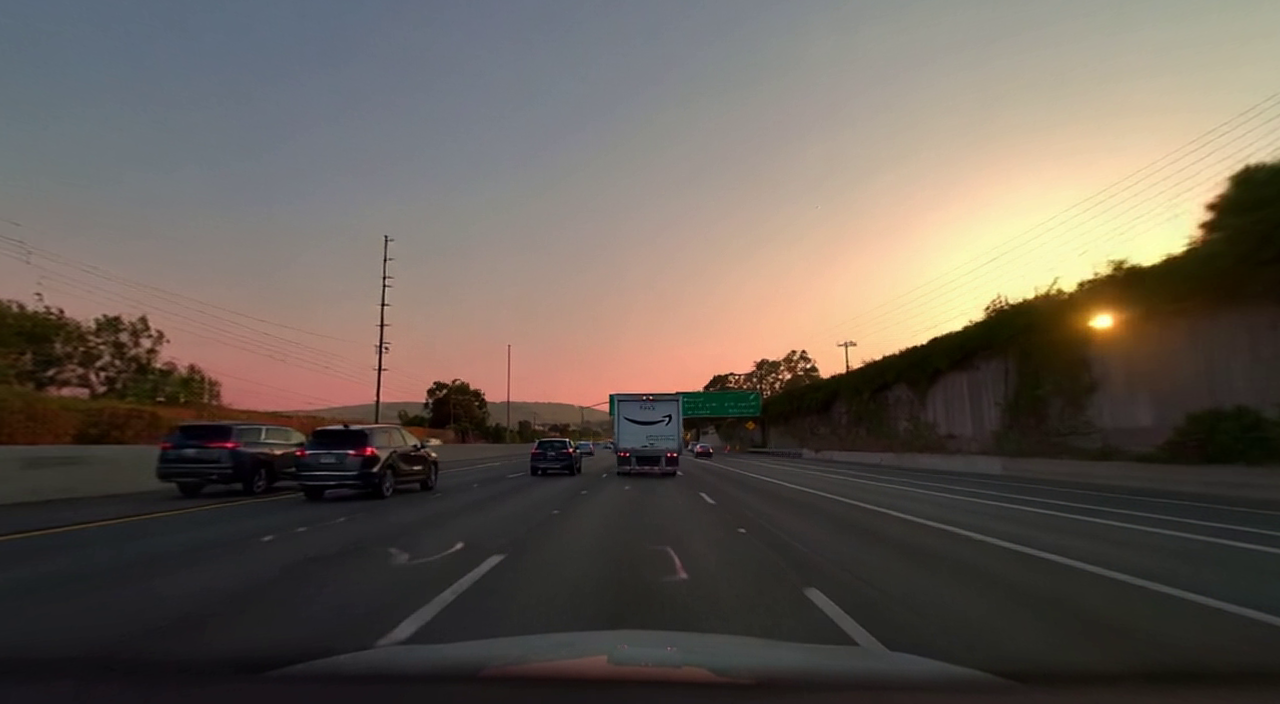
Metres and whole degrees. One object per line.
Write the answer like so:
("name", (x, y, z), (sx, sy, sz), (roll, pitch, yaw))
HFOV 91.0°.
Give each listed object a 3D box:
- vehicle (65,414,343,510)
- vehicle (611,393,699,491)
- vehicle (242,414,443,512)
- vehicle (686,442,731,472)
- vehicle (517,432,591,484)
("vehicle", (-10.108, 2.645, 15.628), (2.454, 1.857, 6.221), (0, -9, 0))
("vehicle", (0.400, 2.982, 20.827), (2.456, 2.705, 6.251), (0, -9, 0))
("vehicle", (-6.492, 2.502, 14.633), (2.101, 1.858, 5.071), (0, -9, 1))
("vehicle", (3.648, 5.648, 34.201), (1.970, 1.499, 4.491), (0, -9, 0))
("vehicle", (-3.038, 3.861, 23.197), (2.095, 1.688, 4.188), (0, -9, 1))
